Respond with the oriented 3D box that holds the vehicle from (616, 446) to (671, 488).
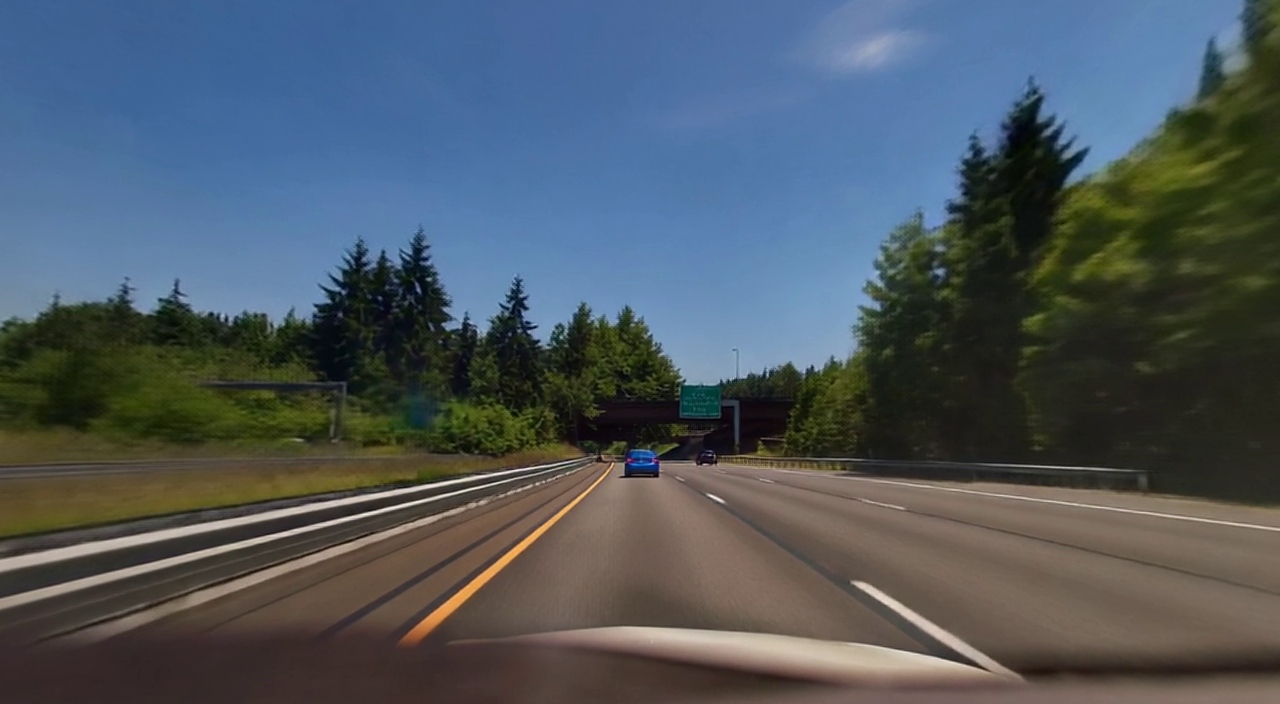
[{"bbox_3d":[0.089,4.602,25.581,2.069,1.523,4.012,0,-9,-1],"label":"vehicle"}]
